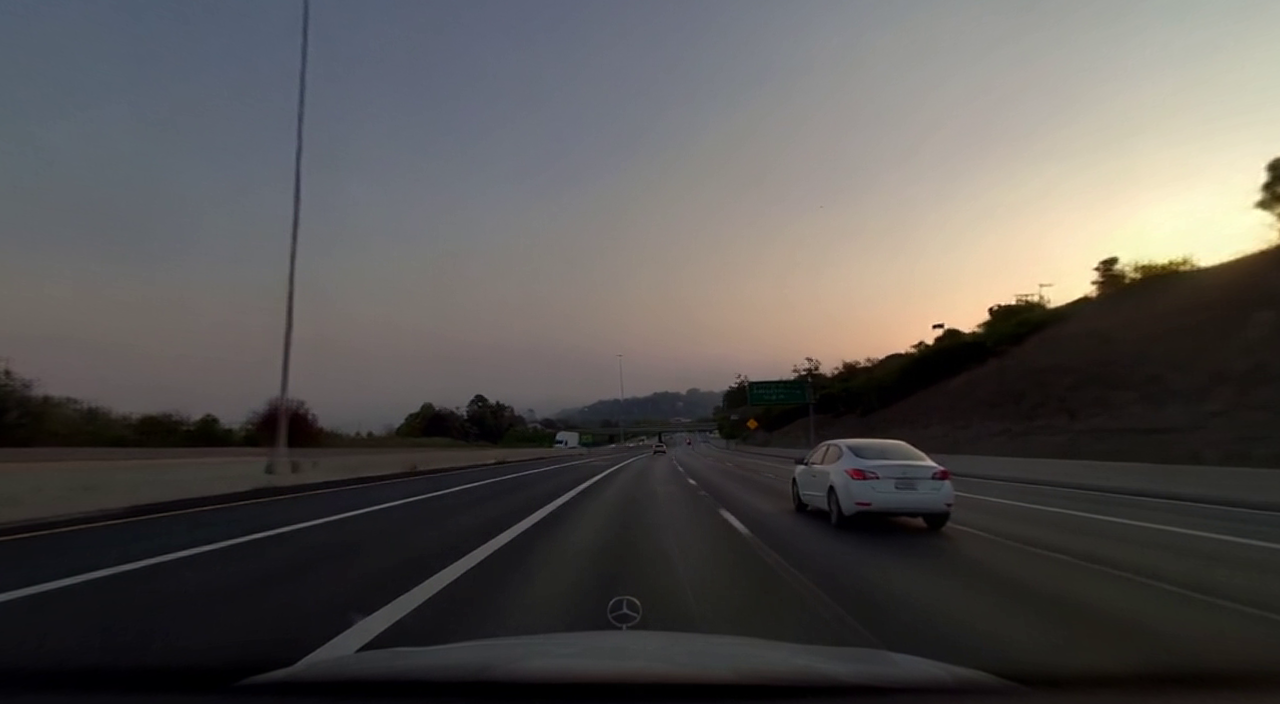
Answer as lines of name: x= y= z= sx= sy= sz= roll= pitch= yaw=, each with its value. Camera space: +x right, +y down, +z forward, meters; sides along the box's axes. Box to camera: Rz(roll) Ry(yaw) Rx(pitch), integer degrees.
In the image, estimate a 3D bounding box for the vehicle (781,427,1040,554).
vehicle: x=3.766 y=2.005 z=9.929 sx=1.999 sy=1.492 sz=4.673 roll=0 pitch=-8 yaw=0
